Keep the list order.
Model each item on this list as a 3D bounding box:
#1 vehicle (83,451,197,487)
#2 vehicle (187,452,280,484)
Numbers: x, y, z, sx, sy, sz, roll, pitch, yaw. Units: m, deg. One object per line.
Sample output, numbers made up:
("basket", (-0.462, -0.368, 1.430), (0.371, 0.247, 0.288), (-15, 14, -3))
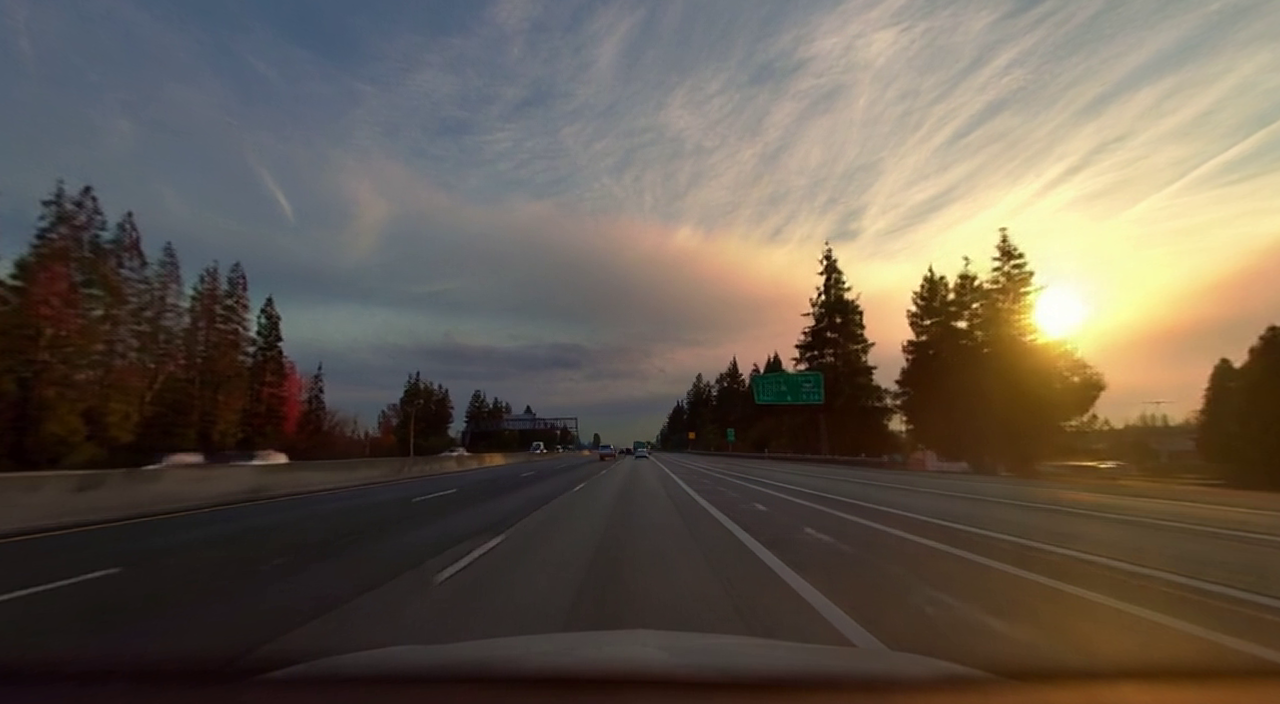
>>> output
("vehicle", (-23.954, 5.610, 30.464), (2.092, 1.569, 4.167), (0, -9, 0))
("vehicle", (-19.967, 5.689, 31.222), (1.844, 1.434, 4.279), (0, -9, -2))
